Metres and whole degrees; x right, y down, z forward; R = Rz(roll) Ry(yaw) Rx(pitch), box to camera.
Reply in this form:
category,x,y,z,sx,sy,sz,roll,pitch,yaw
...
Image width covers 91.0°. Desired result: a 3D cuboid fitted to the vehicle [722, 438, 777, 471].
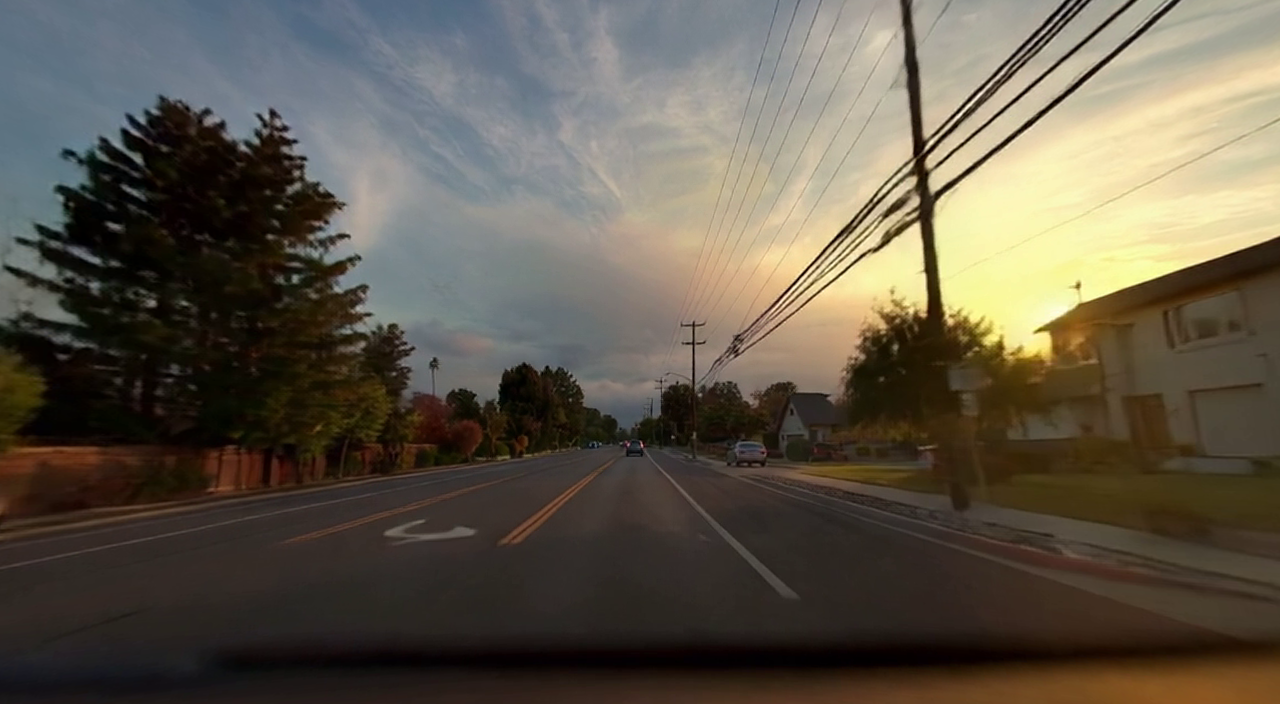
category,x,y,z,sx,sy,sz,roll,pitch,yaw
vehicle,5.918,5.606,34.606,2.039,1.637,4.782,0,-8,-1

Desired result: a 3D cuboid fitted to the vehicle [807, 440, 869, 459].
category,x,y,z,sx,sy,sz,roll,pitch,yaw
vehicle,14.968,7.383,47.670,4.034,1.403,1.821,0,-9,-2
